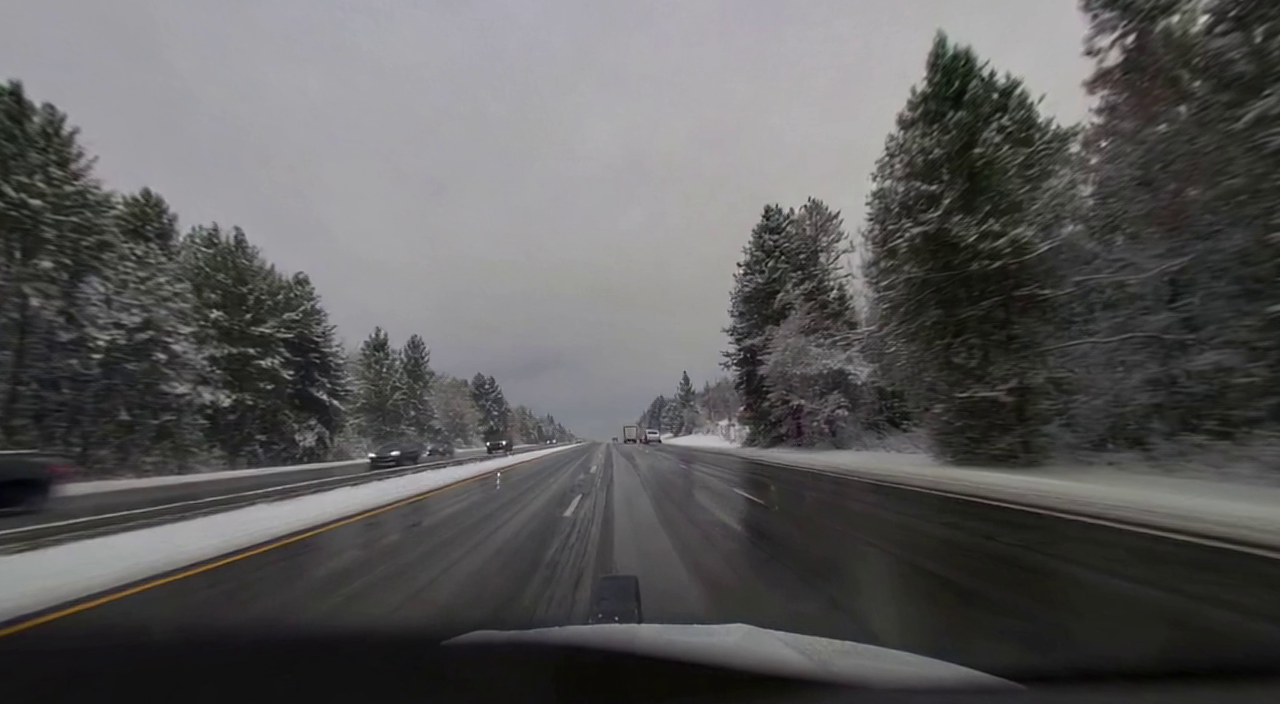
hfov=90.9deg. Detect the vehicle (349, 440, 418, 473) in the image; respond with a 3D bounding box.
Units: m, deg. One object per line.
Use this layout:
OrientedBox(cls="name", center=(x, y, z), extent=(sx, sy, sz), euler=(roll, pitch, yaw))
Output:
OrientedBox(cls="vehicle", center=(-12.630, 5.135, 31.287), extent=(1.908, 1.459, 3.917), euler=(0, -8, -3))
